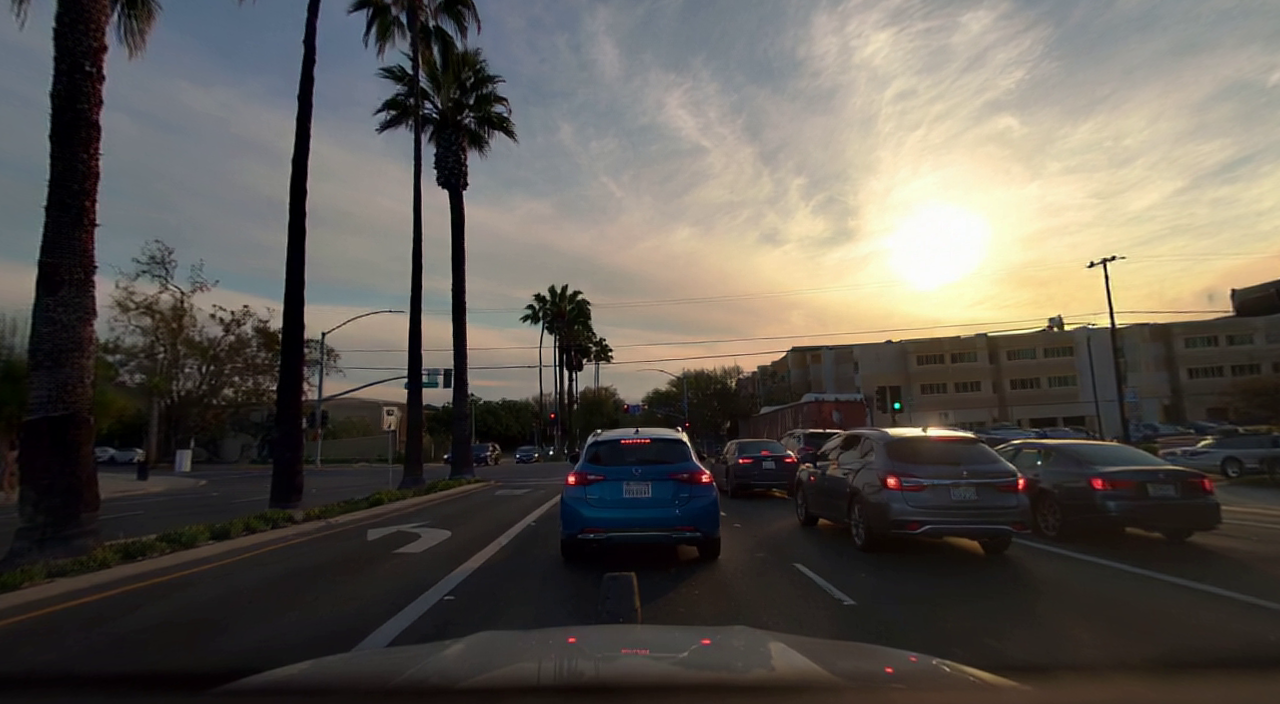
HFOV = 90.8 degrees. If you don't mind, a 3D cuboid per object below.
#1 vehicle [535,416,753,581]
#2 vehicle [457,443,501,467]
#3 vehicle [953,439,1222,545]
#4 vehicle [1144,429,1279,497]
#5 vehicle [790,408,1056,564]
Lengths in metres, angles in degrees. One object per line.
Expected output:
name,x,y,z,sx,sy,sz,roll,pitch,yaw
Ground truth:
vehicle,0.031,1.712,8.139,2.083,1.572,4.021,0,-9,0
vehicle,-12.376,7.945,48.778,2.180,1.776,4.521,0,-9,0
vehicle,7.363,2.293,11.023,1.832,1.477,3.981,0,-9,1
vehicle,18.052,3.209,18.460,4.786,1.848,2.107,0,-9,-1
vehicle,3.674,1.819,9.225,1.947,1.725,4.159,0,-9,1
